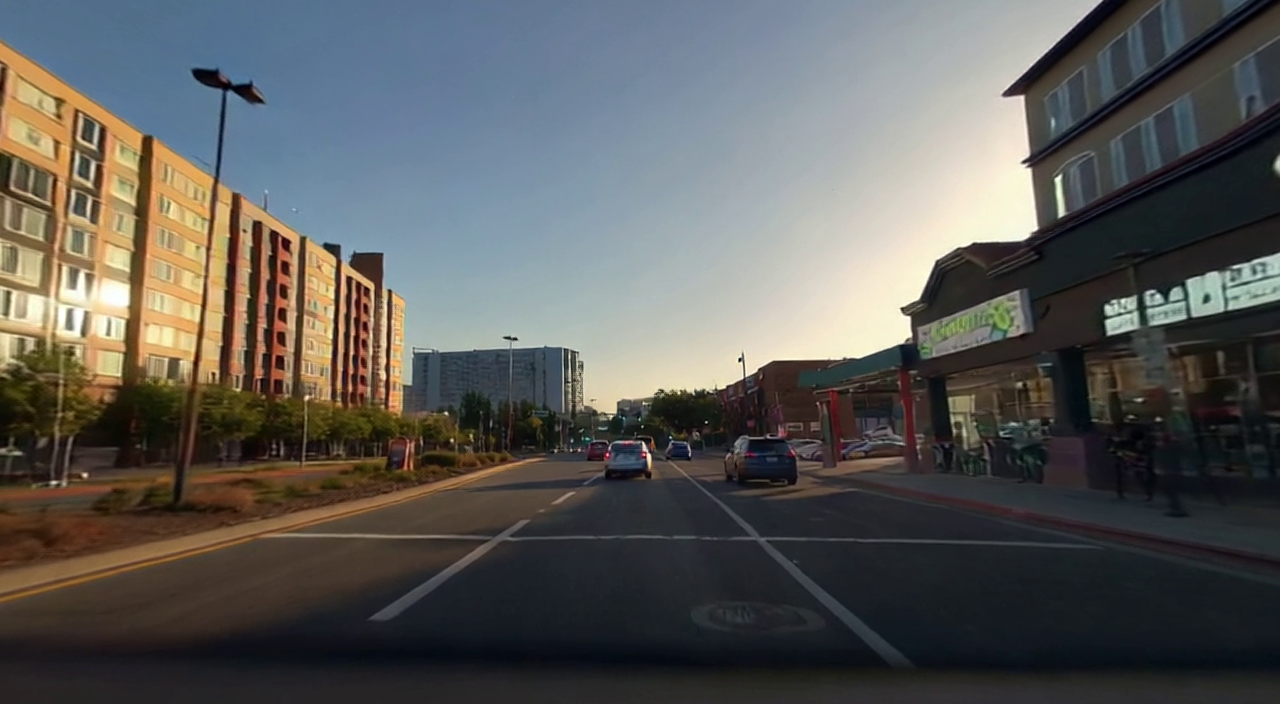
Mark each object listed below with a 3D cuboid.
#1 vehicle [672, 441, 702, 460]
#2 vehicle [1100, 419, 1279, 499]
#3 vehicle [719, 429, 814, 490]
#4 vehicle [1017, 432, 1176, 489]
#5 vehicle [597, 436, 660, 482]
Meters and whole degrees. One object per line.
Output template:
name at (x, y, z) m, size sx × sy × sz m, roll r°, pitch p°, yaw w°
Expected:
vehicle at (3.672, 7.779, 49.939) m, size 2.012 × 1.462 × 4.400 m, roll 0°, pitch -8°, yaw 0°
vehicle at (13.875, 2.628, 15.806) m, size 4.367 × 1.748 × 2.007 m, roll 4°, pitch -10°, yaw -29°
vehicle at (3.771, 3.282, 19.603) m, size 2.007 × 1.683 × 4.171 m, roll 0°, pitch -8°, yaw -1°
vehicle at (13.492, 3.147, 18.614) m, size 4.312 × 1.485 × 1.995 m, roll 4°, pitch -9°, yaw -28°
vehicle at (-0.382, 3.814, 22.779) m, size 2.059 × 1.477 × 3.988 m, roll 0°, pitch -8°, yaw 0°
